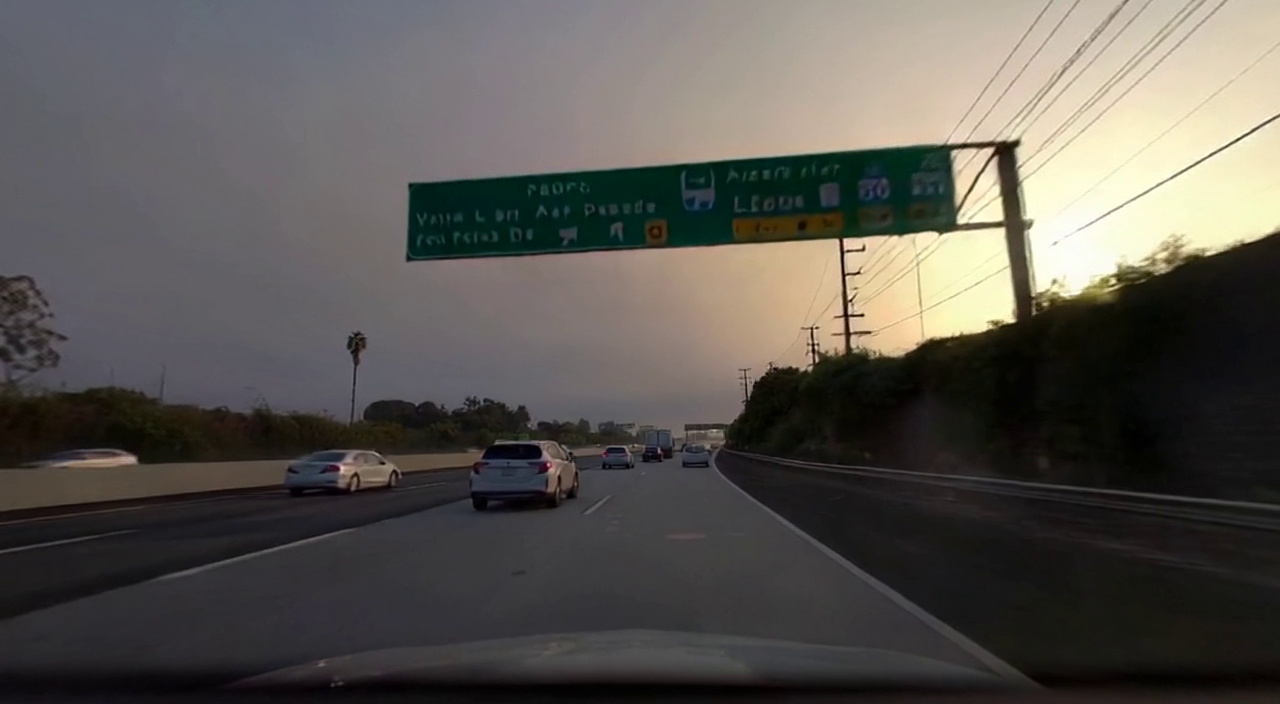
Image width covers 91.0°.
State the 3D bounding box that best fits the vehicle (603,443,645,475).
[{"bbox_3d":[-0.852,6.133,36.289,1.976,1.688,4.124,-1,-9,5],"label":"vehicle"}]

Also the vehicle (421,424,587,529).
[{"bbox_3d":[-2.588,2.549,13.541,2.202,1.801,4.959,-1,-9,3],"label":"vehicle"}]

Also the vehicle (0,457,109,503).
[{"bbox_3d":[-23.177,4.791,23.917,1.841,1.523,4.494,-1,-9,4],"label":"vehicle"}]

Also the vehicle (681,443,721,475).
[{"bbox_3d":[3.349,5.883,34.847,2.038,1.677,4.219,-1,-9,5],"label":"vehicle"}]

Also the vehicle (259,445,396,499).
[{"bbox_3d":[-9.858,3.790,20.326,1.954,1.517,4.378,-1,-9,3],"label":"vehicle"}]
